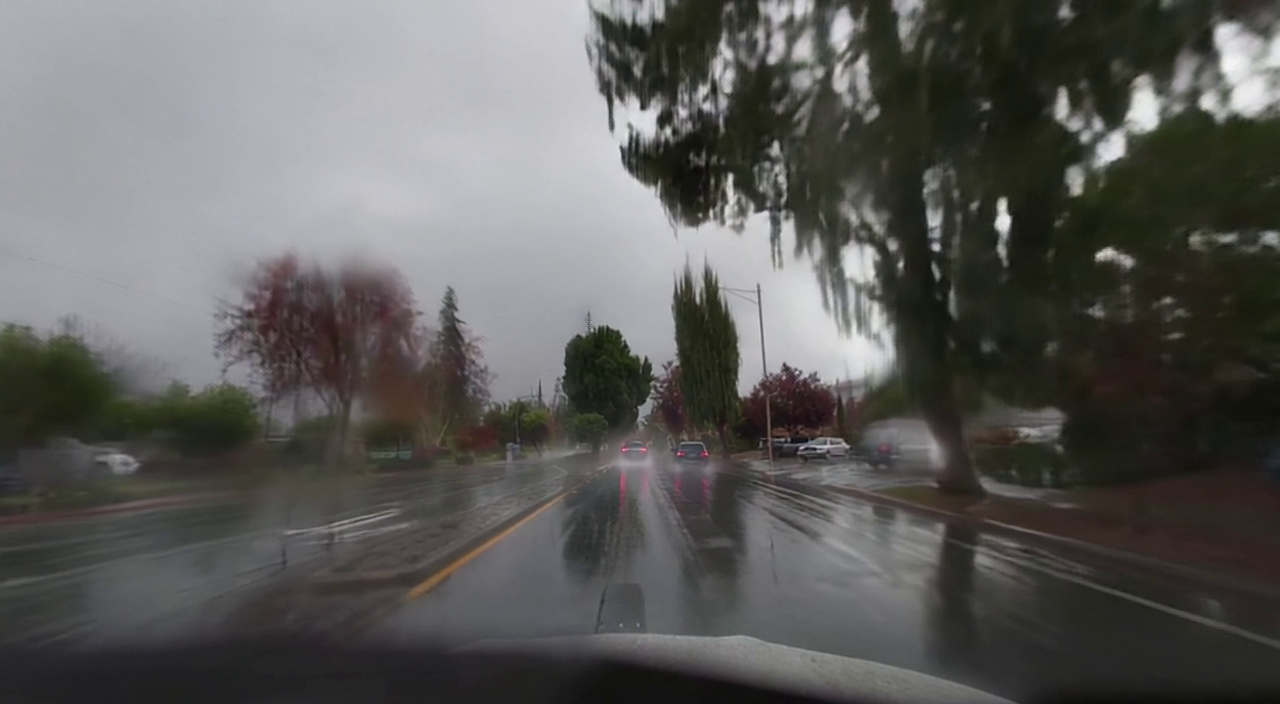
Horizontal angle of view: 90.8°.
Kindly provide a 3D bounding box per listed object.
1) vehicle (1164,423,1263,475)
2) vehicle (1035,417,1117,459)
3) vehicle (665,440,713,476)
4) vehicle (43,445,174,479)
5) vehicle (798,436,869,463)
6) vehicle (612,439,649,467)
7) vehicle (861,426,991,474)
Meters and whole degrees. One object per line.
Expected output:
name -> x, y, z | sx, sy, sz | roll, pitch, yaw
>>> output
vehicle -> 18.380, 3.069, 20.164 | 4.940, 1.445, 1.885 | 8, -12, -44
vehicle -> 18.637, 3.697, 26.922 | 1.996, 1.607, 4.492 | -8, -12, 44
vehicle -> 2.351, 5.238, 31.453 | 2.003, 1.614, 4.072 | 0, -8, -1
vehicle -> -33.569, 6.921, 40.187 | 5.899, 1.996, 2.367 | 5, -10, -29
vehicle -> 11.231, 5.671, 36.781 | 3.486, 1.431, 1.799 | -8, -12, 44
vehicle -> -0.697, 7.154, 45.052 | 2.488, 1.881, 4.814 | 0, -8, -1
vehicle -> 11.191, 3.879, 24.956 | 2.047, 1.682, 4.074 | 8, -12, -40
